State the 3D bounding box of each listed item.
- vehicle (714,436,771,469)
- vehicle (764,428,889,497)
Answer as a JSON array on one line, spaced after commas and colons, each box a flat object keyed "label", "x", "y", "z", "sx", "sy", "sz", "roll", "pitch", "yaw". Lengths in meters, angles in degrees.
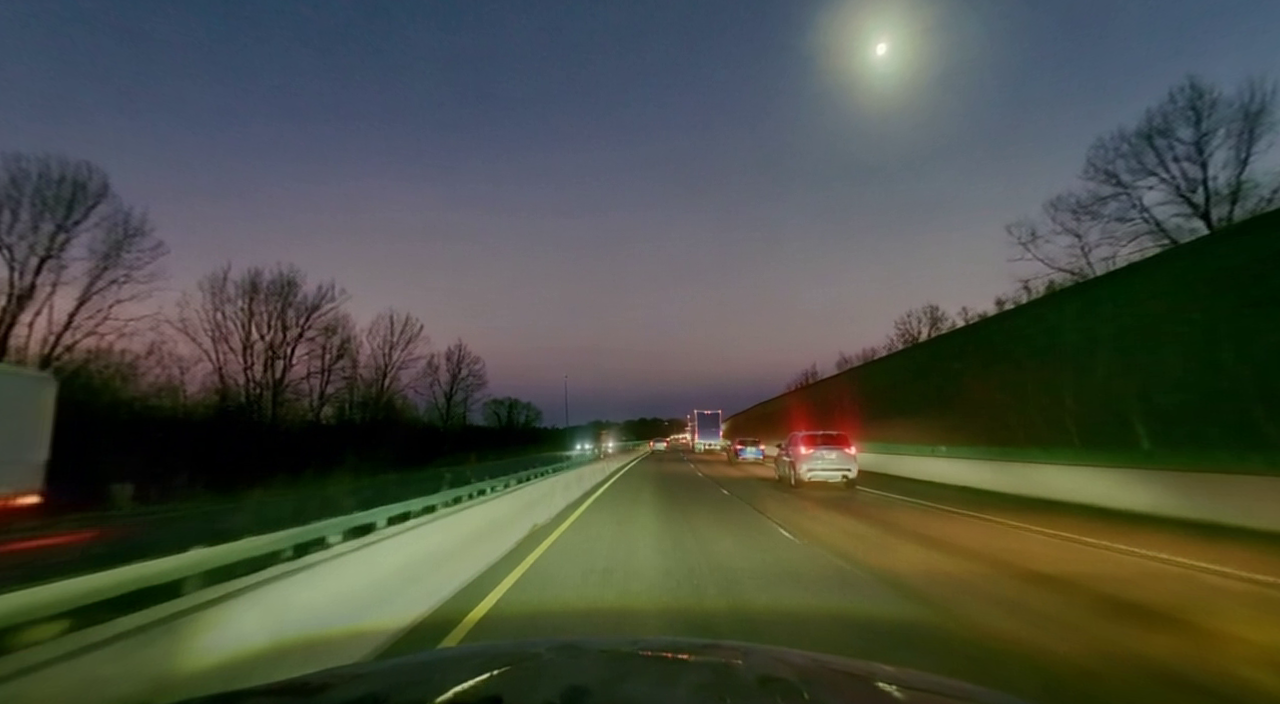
[{"label": "vehicle", "x": 4.904, "y": 4.884, "z": 30.754, "sx": 2.000, "sy": 1.473, "sz": 4.440, "roll": 0, "pitch": -8, "yaw": 0}, {"label": "vehicle", "x": 4.608, "y": 2.782, "z": 16.224, "sx": 1.940, "sy": 1.539, "sz": 4.005, "roll": 0, "pitch": -8, "yaw": -1}]
